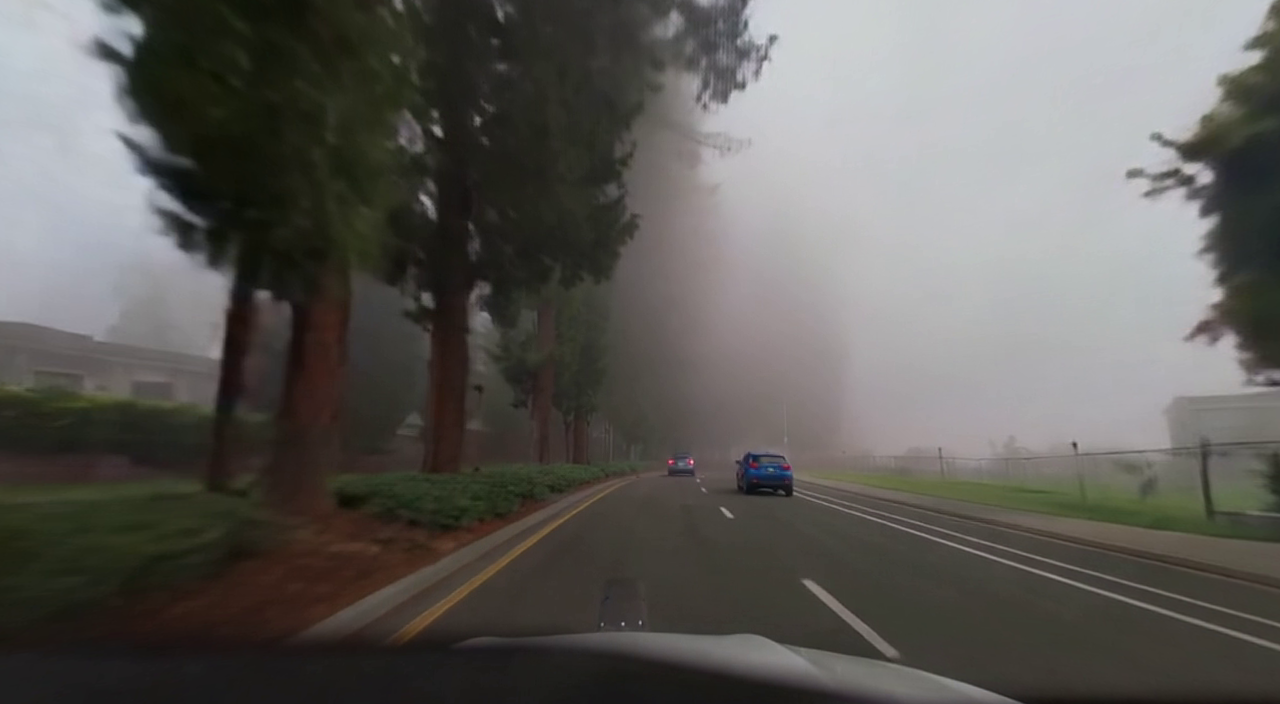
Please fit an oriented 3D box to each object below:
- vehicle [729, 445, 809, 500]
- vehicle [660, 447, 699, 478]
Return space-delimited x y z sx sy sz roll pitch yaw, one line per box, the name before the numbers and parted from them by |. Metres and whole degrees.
vehicle | 4.275 4.042 21.509 1.971 1.663 4.287 0 -8 2
vehicle | 2.640 7.117 40.741 2.251 1.822 4.391 -1 -9 7
